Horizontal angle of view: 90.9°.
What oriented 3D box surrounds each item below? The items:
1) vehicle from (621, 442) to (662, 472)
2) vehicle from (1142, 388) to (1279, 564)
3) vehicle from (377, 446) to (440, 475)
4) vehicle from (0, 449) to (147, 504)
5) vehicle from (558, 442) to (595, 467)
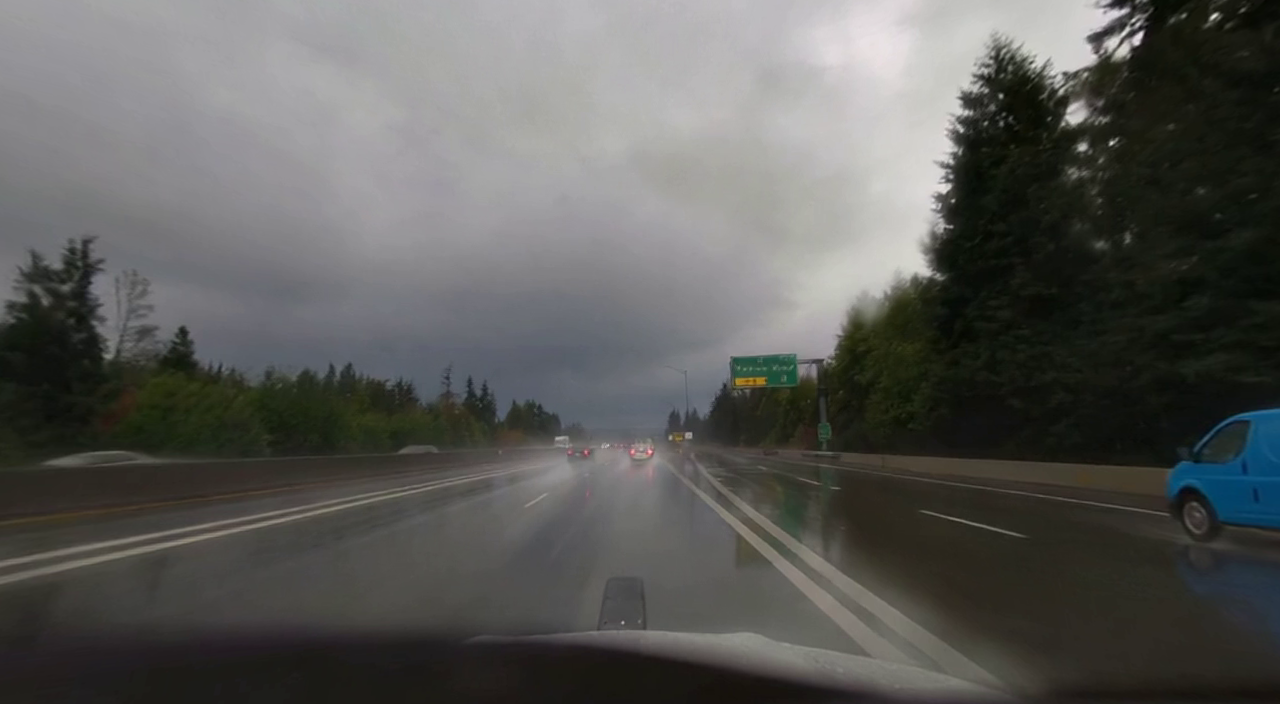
[{"bbox_3d":[0.028,5.397,32.498,2.002,1.449,3.612,0,-9,-1],"label":"vehicle"},{"bbox_3d":[7.855,1.255,6.284,2.056,1.855,4.419,0,-9,1],"label":"vehicle"},{"bbox_3d":[-13.309,6.250,36.535,1.970,1.518,4.342,0,-9,1],"label":"vehicle"},{"bbox_3d":[-16.888,3.584,18.519,1.797,1.444,3.697,0,-9,-1],"label":"vehicle"},{"bbox_3d":[-3.906,6.379,39.319,1.877,1.504,3.799,0,-9,1],"label":"vehicle"}]
